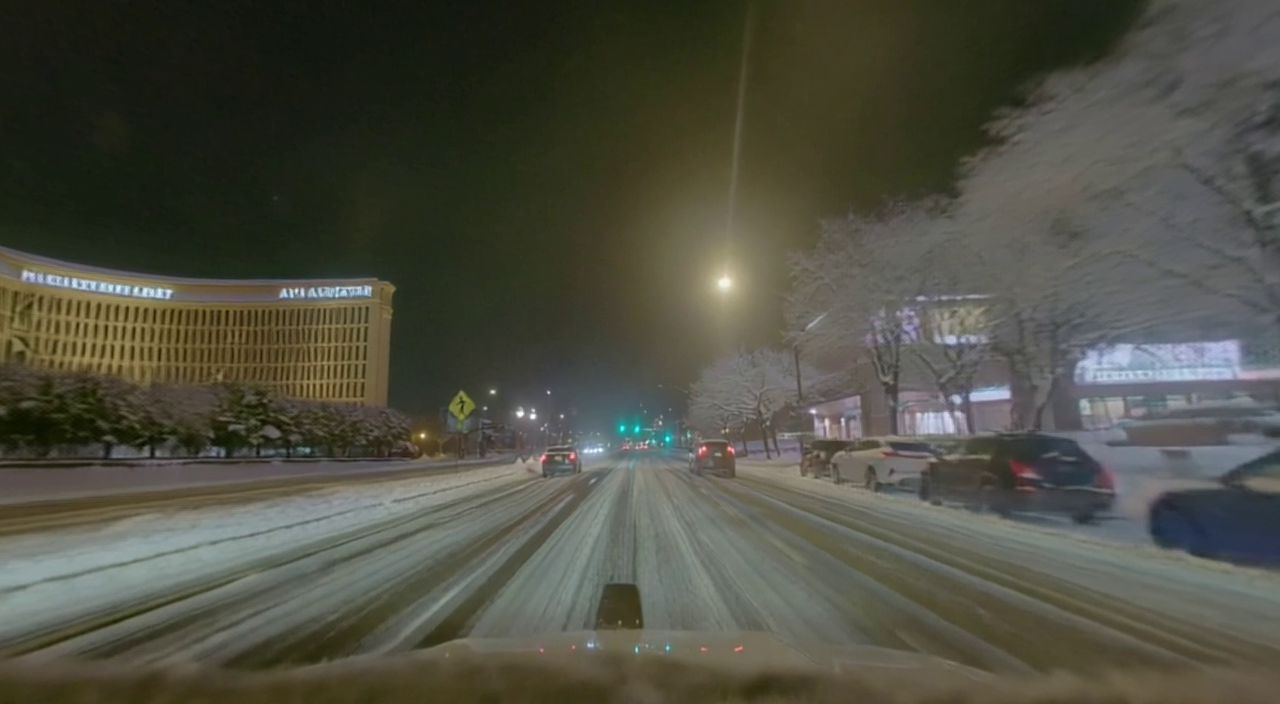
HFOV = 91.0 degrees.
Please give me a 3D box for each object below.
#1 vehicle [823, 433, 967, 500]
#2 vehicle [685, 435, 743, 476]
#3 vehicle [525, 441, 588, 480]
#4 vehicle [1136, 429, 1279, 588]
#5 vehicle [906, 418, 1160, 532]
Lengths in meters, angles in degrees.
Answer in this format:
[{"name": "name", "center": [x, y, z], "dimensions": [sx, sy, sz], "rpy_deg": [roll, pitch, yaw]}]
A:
[{"name": "vehicle", "center": [6.793, 3.097, 17.391], "dimensions": [2.078, 1.597, 4.289], "rpy_deg": [0, -8, -1]}, {"name": "vehicle", "center": [3.403, 4.837, 29.652], "dimensions": [2.083, 1.743, 4.354], "rpy_deg": [0, -8, -2]}, {"name": "vehicle", "center": [-3.377, 4.471, 26.263], "dimensions": [2.005, 1.477, 4.169], "rpy_deg": [0, -8, 0]}, {"name": "vehicle", "center": [6.924, 1.375, 5.233], "dimensions": [1.876, 1.478, 4.670], "rpy_deg": [0, -8, 2]}, {"name": "vehicle", "center": [7.002, 2.220, 11.925], "dimensions": [2.039, 1.749, 4.193], "rpy_deg": [0, -8, -1]}]
